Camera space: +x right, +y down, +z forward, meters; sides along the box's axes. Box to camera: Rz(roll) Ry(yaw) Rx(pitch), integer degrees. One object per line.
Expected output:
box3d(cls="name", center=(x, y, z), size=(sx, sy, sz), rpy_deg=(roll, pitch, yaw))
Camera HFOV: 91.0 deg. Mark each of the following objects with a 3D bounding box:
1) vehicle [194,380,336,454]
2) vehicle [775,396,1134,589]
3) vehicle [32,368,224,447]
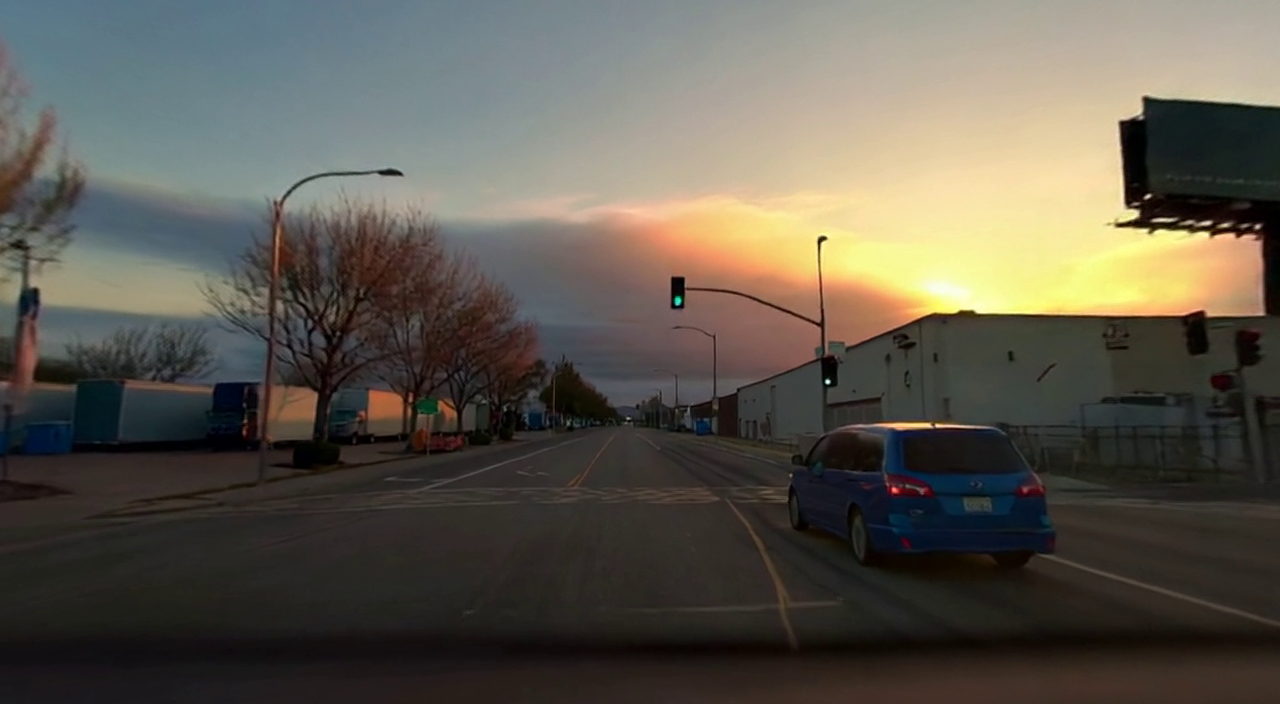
box3d(cls="vehicle", center=(-20.747, 3.620, 35.615), size=(3.337, 3.644, 7.945), rpy_deg=(1, -5, -2))
box3d(cls="vehicle", center=(3.532, 1.672, 8.482), size=(2.202, 1.822, 4.826), rpy_deg=(1, -8, -2))
box3d(cls="vehicle", center=(-27.598, 3.136, 34.815), size=(2.943, 3.741, 9.094), rpy_deg=(1, -6, 0))
